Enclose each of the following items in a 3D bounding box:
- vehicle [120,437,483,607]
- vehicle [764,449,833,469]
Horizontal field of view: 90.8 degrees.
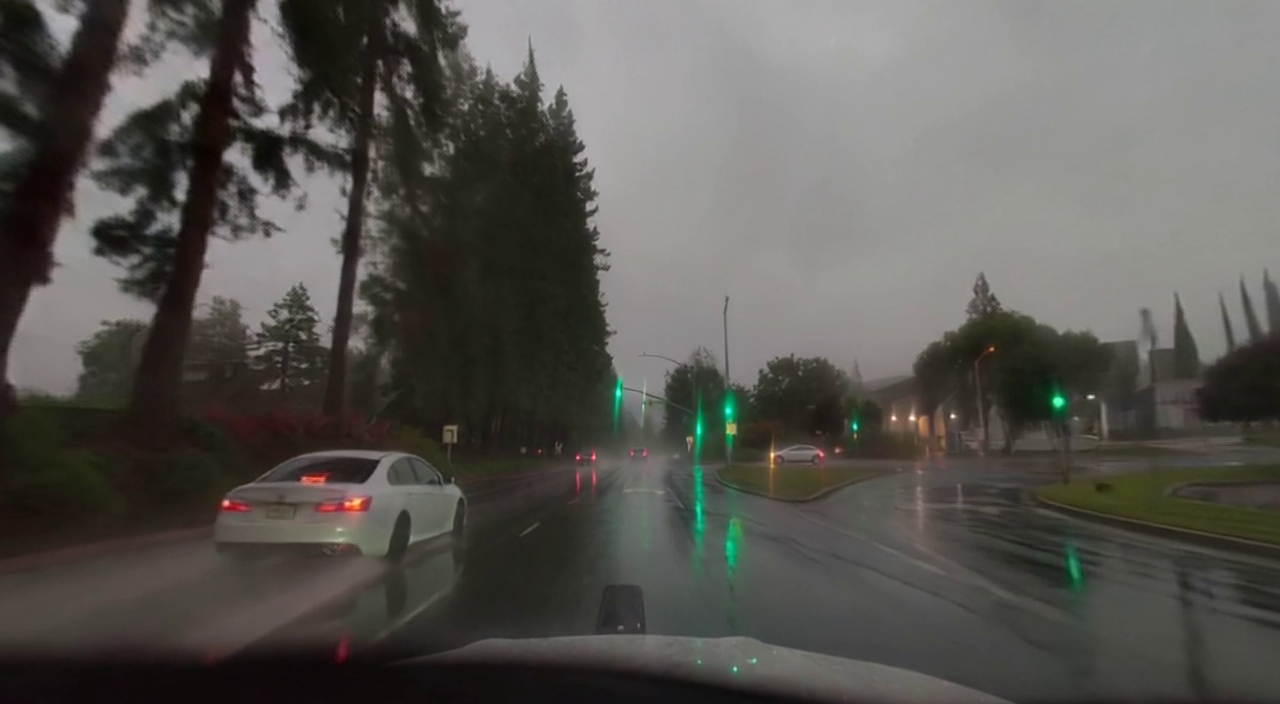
[{"bbox_3d":[-3.540,1.842,7.830,1.968,1.459,4.433,0,-9,1],"label":"vehicle"},{"bbox_3d":[11.930,8.075,47.656,4.632,1.473,1.889,1,-9,-3],"label":"vehicle"}]
